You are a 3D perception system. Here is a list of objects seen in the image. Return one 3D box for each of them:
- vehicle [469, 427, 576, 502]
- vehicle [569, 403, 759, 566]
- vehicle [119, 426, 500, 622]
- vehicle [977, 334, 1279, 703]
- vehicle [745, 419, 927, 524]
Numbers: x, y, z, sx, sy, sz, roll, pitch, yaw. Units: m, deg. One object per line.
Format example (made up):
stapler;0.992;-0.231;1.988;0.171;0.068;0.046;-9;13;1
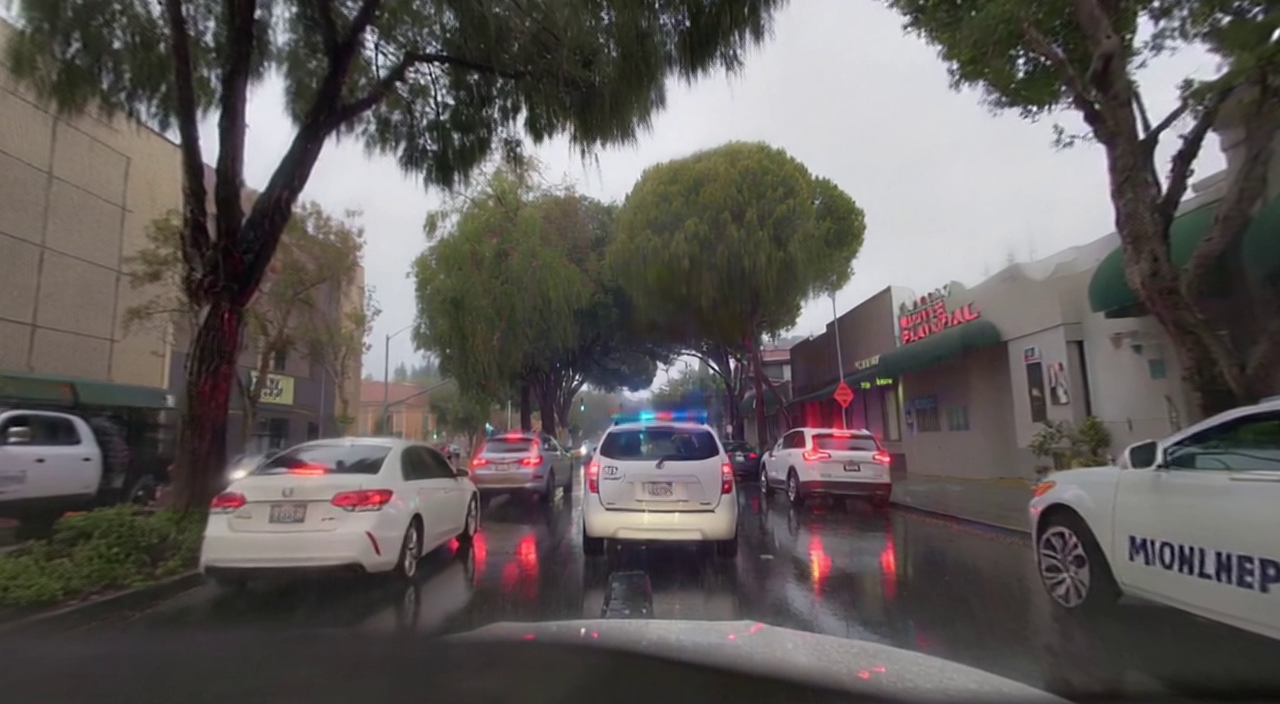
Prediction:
vehicle;-3.080;3.069;17.566;2.135;1.806;4.514;0;-8;0
vehicle;0.262;1.754;8.995;2.075;1.770;4.018;0;-8;0
vehicle;-2.992;1.632;6.987;1.908;1.474;4.257;0;-8;0
vehicle;4.033;0.890;3.054;1.987;1.877;5.330;1;-8;2
vehicle;4.030;2.593;14.331;2.038;1.865;5.786;1;-9;-3
